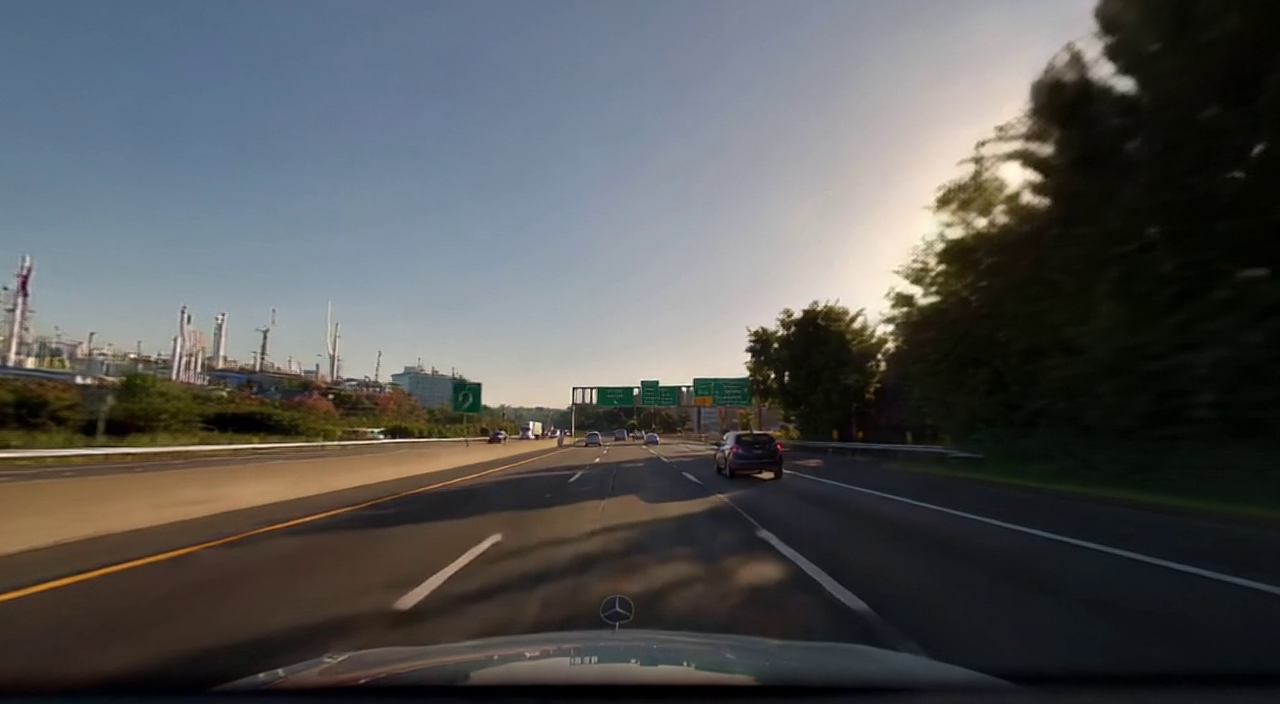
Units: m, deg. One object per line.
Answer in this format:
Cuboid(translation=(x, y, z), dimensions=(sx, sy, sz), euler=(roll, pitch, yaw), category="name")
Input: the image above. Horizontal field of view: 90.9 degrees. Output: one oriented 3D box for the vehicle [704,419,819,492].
Cuboid(translation=(2.962, 2.646, 16.423), dimensions=(2.022, 1.637, 4.229), euler=(0, -8, -2), category="vehicle")
